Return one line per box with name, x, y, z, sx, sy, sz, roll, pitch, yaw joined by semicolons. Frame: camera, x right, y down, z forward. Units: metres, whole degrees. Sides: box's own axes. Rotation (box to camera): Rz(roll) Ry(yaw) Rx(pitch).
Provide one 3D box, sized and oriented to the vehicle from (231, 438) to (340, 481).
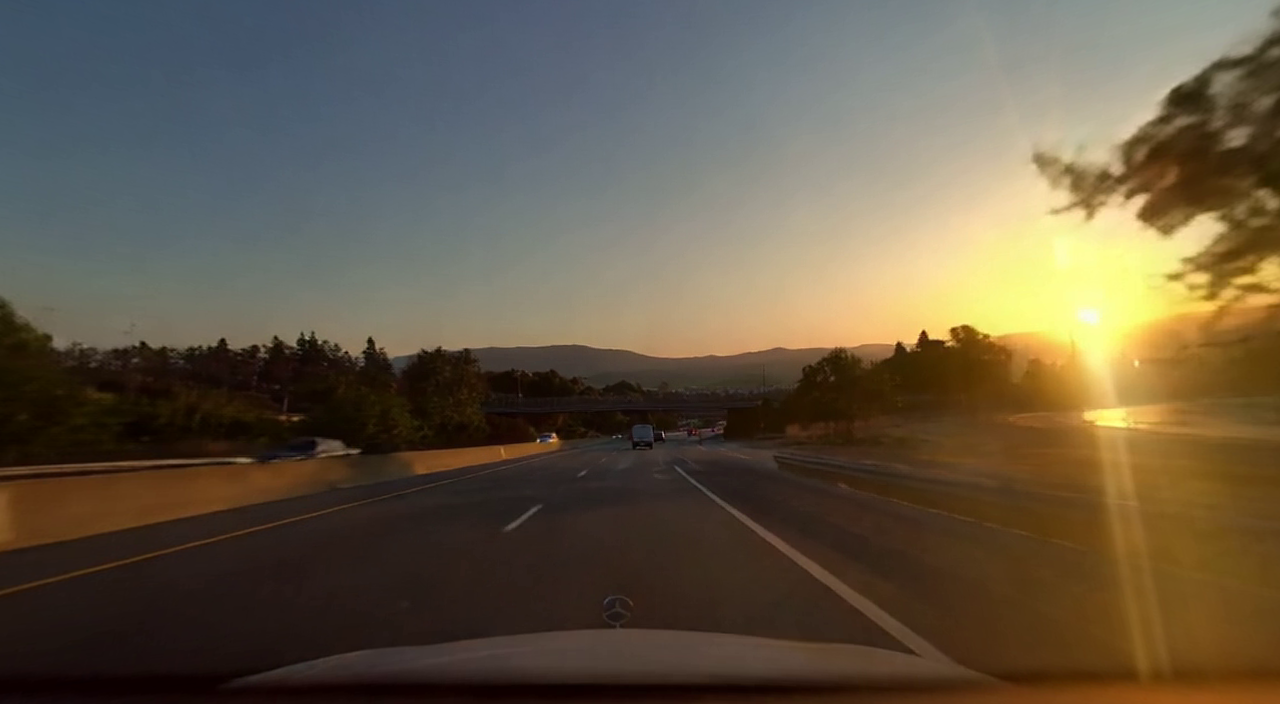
vehicle;-13.837;4.175;24.860;1.902;1.526;4.123;0;-8;0
